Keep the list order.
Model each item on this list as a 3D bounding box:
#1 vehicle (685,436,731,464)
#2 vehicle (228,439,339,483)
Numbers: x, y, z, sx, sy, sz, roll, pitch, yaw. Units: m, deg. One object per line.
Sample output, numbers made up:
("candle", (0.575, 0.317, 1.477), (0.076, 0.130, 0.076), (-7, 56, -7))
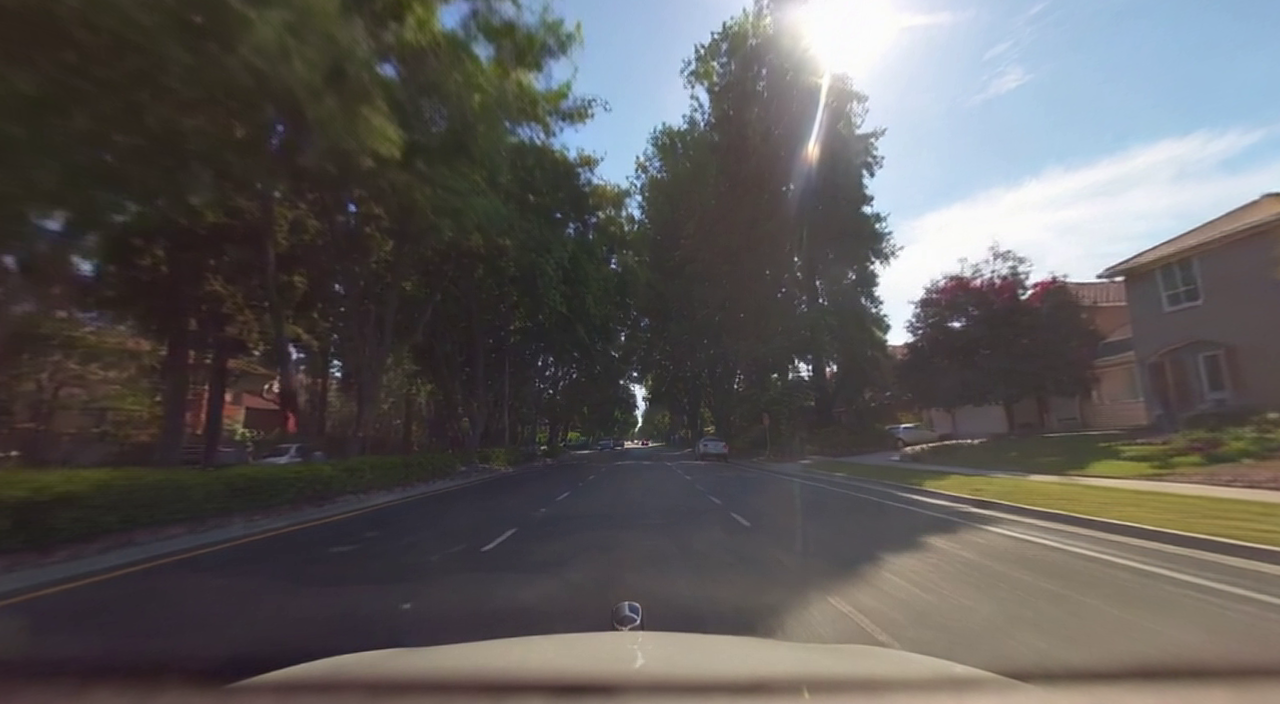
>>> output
("vehicle", (4.050, 5.919, 38.264), (2.237, 1.578, 4.621), (0, -8, -1))
("vehicle", (-17.117, 5.229, 30.675), (2.208, 1.899, 5.269), (0, -8, 1))
